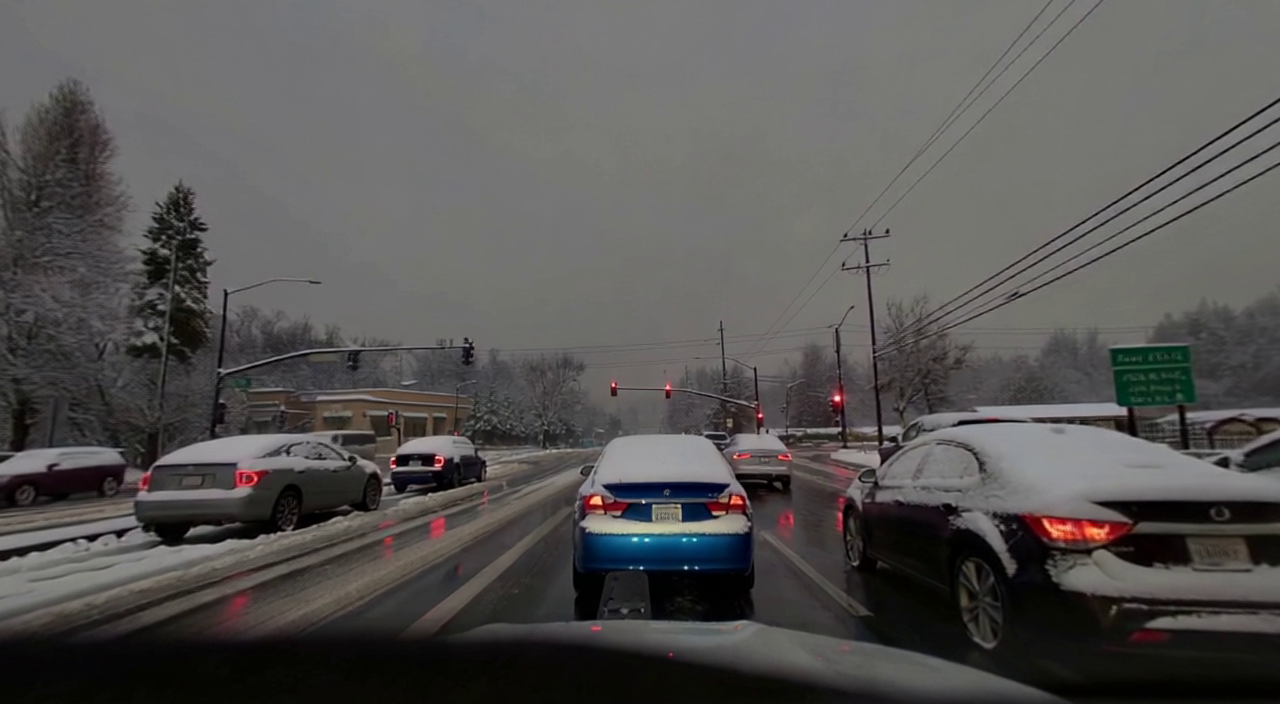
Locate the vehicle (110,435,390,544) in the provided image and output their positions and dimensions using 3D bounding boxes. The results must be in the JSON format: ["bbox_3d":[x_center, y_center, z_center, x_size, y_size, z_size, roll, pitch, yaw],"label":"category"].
[{"bbox_3d":[-6.420,2.269,11.227,1.955,1.497,4.639,-1,-8,1],"label":"vehicle"}]

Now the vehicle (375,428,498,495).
[{"bbox_3d":[-6.278,3.434,20.255,2.070,1.824,5.196,-1,-8,2],"label":"vehicle"}]

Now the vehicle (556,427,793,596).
[{"bbox_3d":[0.308,1.720,7.683,2.109,1.483,3.964,0,-8,0],"label":"vehicle"}]

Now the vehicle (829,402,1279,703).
[{"bbox_3d":[3.134,1.311,5.207,1.870,1.523,4.096,0,-8,0],"label":"vehicle"}]

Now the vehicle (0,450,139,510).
[{"bbox_3d":[-17.635,3.704,18.698,1.823,1.493,4.437,-1,-8,2],"label":"vehicle"}]
